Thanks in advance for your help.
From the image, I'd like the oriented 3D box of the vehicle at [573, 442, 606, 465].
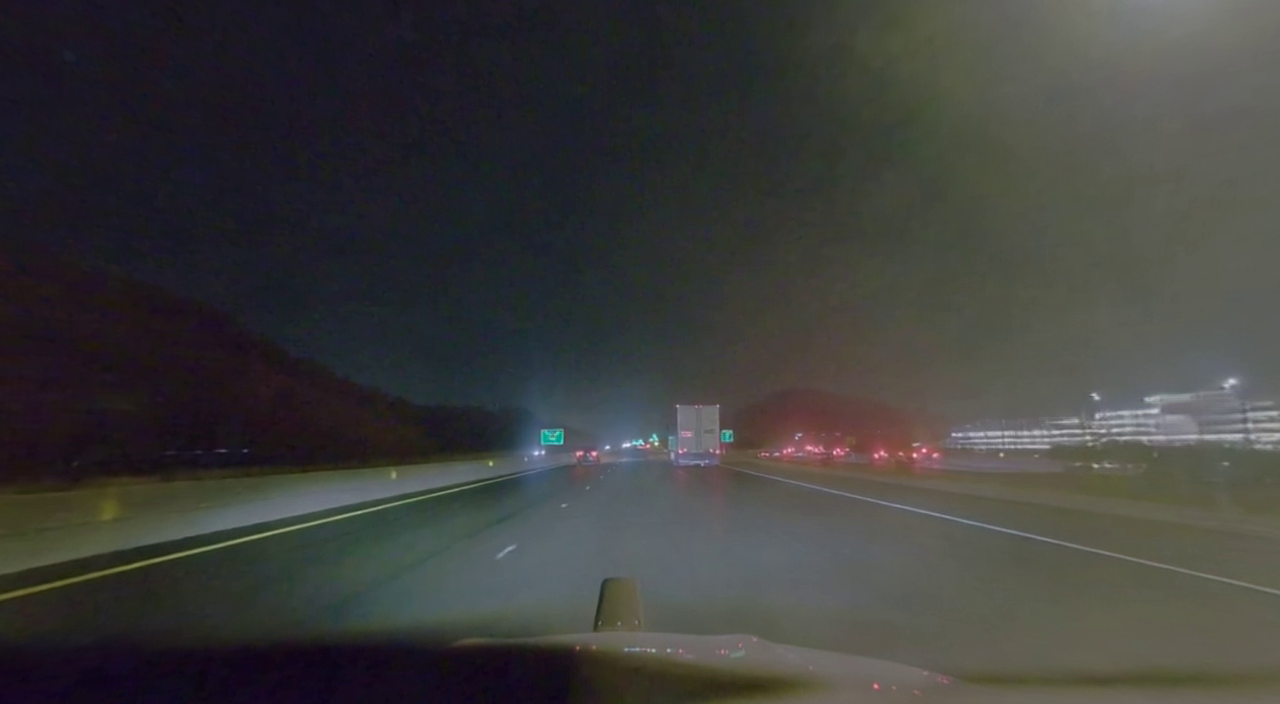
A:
[{"bbox_3d":[-3.586,7.303,45.229,2.100,1.525,4.179,0,-9,0],"label":"vehicle"}]
